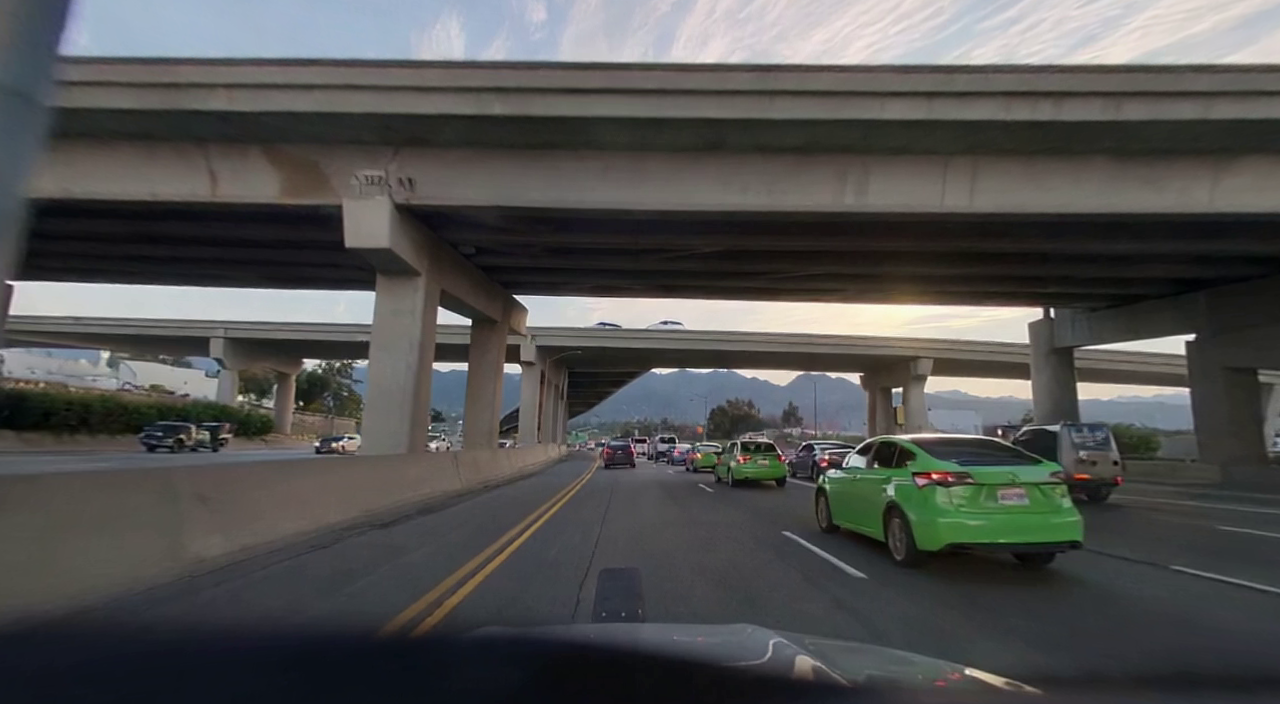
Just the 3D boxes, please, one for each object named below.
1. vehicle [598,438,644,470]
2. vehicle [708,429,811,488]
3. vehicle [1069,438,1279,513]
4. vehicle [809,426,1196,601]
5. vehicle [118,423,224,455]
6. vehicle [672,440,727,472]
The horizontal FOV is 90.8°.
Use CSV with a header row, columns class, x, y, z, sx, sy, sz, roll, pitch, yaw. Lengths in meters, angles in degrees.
class,x,y,z,sx,sy,sz,roll,pitch,yaw
vehicle,-0.993,5.346,33.211,2.266,1.549,3.978,0,-8,-2
vehicle,3.838,3.566,21.448,2.276,1.739,5.040,0,-8,-3
vehicle,13.023,2.812,15.027,1.878,1.459,4.742,1,-9,-7
vehicle,3.707,1.716,7.710,1.944,1.466,4.540,0,-8,-1
vehicle,-29.075,5.480,39.476,2.322,1.825,5.698,0,-8,-1
vehicle,2.862,5.148,31.424,2.074,1.455,4.646,0,-8,-3
